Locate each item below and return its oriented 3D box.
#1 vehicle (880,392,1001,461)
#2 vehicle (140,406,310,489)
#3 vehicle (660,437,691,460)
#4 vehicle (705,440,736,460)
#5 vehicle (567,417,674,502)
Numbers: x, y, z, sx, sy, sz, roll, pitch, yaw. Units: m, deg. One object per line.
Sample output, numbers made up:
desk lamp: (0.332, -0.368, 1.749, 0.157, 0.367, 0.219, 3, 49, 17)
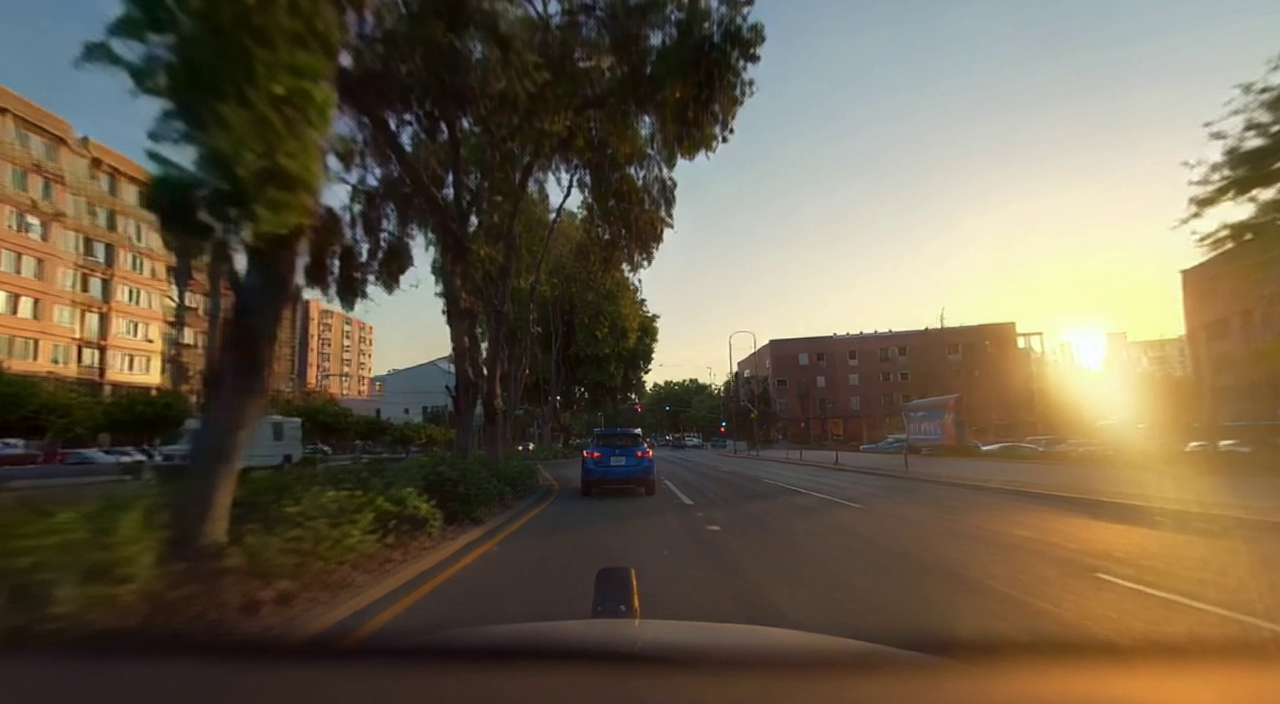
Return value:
vehicle: (18.181, 4.750, 39.206, 3.269, 3.755, 8.862, 0, -9, 1)
vehicle: (-19.136, 4.518, 29.977, 2.811, 3.399, 7.898, 0, -9, -2)
vehicle: (2.549, 7.129, 46.563, 1.929, 1.590, 4.287, 0, -9, -1)
vehicle: (6.168, 7.518, 48.604, 1.777, 1.443, 3.942, 0, -9, -1)
vehicle: (-0.481, 2.623, 15.735, 2.277, 1.816, 4.192, 0, -9, -2)
